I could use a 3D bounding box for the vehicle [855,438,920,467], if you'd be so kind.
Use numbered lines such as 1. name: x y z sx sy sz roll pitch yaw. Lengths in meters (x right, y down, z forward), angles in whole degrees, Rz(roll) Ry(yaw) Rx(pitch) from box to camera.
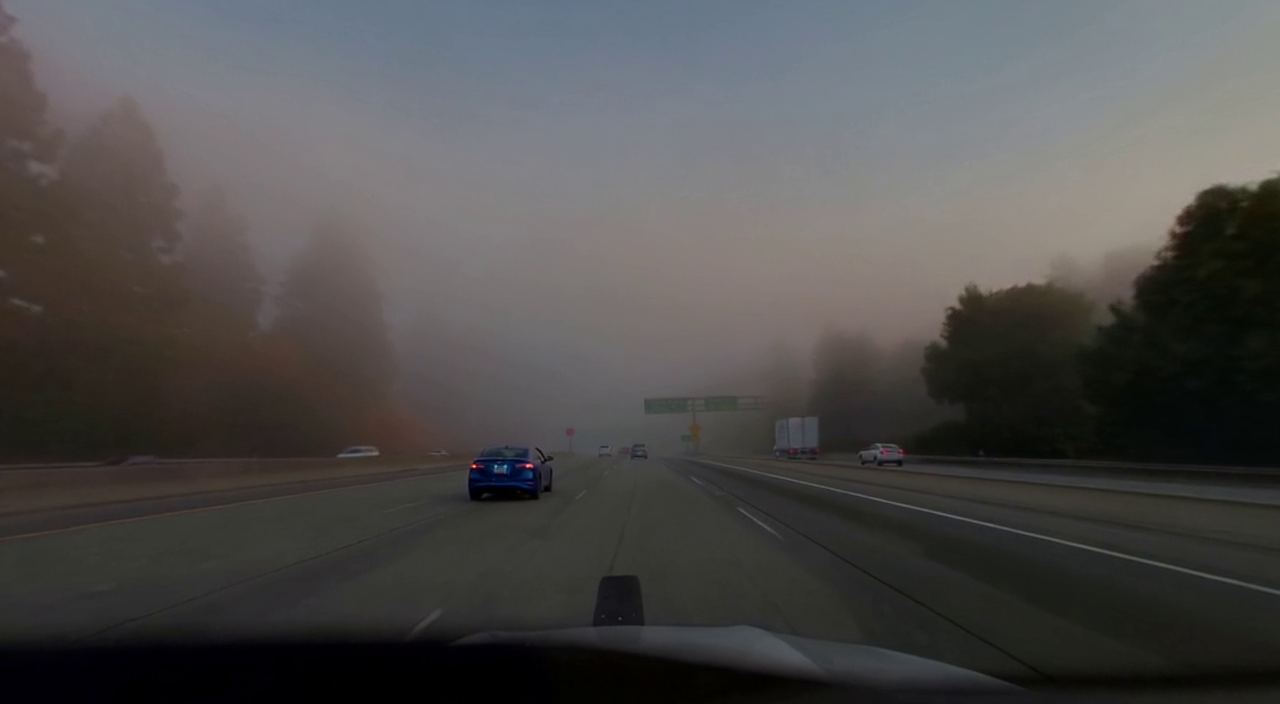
1. vehicle: 15.478 6.294 39.812 2.081 1.707 4.756 0 -9 -2

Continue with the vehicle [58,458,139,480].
1. vehicle: -40.555 8.775 47.496 2.068 1.488 4.731 0 -9 -3

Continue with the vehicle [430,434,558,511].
1. vehicle: -3.230 2.754 14.916 2.020 1.554 4.137 0 -9 0
